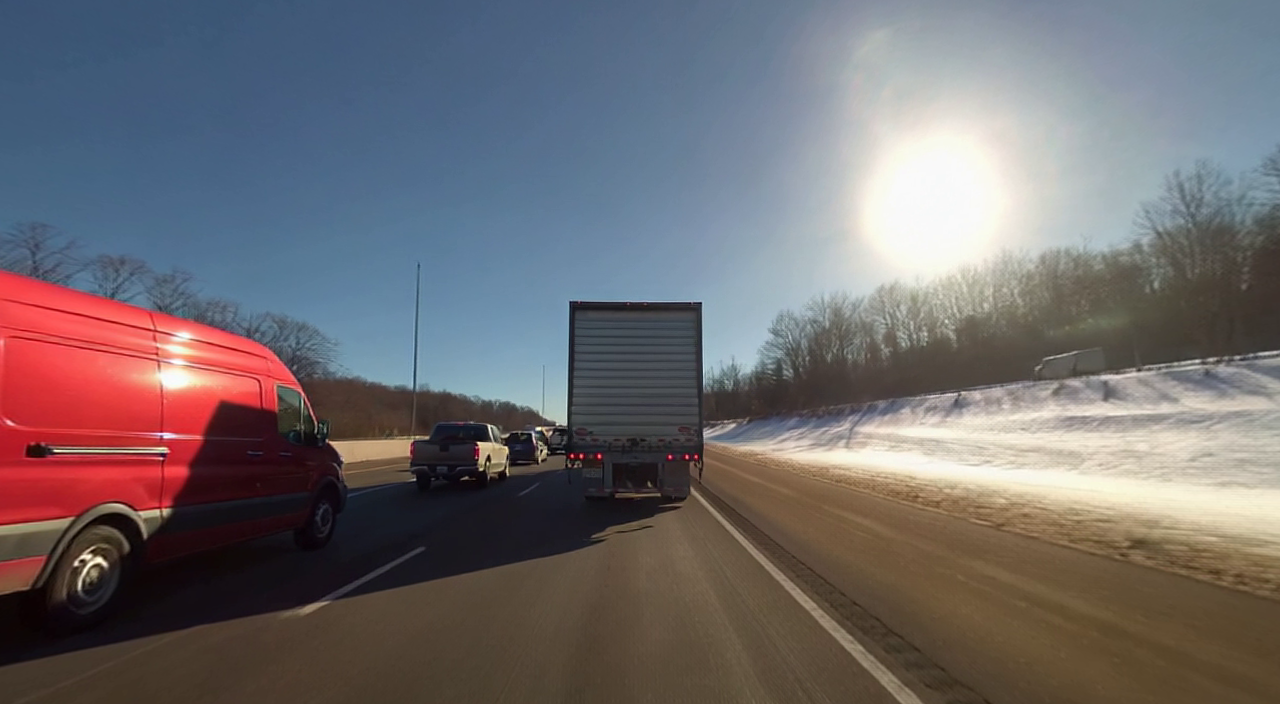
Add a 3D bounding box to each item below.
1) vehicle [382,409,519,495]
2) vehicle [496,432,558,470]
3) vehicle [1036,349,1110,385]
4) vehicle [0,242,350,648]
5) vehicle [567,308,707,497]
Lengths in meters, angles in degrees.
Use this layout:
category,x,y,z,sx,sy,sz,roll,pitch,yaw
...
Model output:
category,x,y,z,sx,sy,sz,roll,pitch,yaw
vehicle,-4.897,2.670,17.190,2.168,1.985,4.952,0,-8,0
vehicle,-4.861,4.317,27.695,1.931,1.539,4.441,0,-8,0
vehicle,28.107,1.027,41.008,2.034,1.625,4.809,7,-6,10
vehicle,-5.239,0.837,5.818,2.478,2.515,5.438,0,-8,0
vehicle,-0.045,1.724,18.476,2.953,4.041,10.072,0,-8,0
